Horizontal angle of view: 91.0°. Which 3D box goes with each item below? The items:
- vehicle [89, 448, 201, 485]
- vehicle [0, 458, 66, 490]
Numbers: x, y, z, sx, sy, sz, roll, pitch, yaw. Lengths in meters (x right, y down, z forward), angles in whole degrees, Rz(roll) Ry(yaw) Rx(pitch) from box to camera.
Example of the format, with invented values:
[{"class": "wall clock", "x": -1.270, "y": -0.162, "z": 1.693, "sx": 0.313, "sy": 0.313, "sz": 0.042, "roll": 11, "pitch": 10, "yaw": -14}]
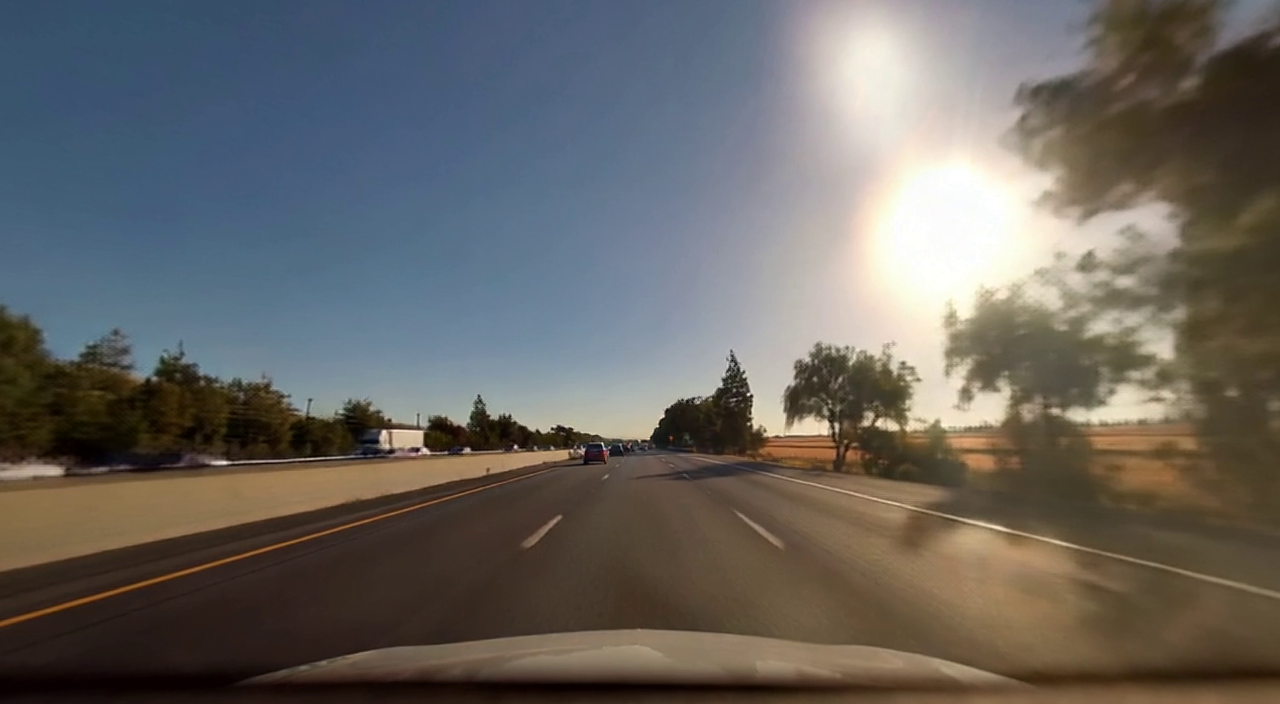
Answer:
[{"class": "vehicle", "x": -24.561, "y": 5.666, "z": 31.503, "sx": 1.918, "sy": 1.688, "sz": 4.470, "roll": 0, "pitch": -9, "yaw": 0}, {"class": "vehicle", "x": -32.489, "y": 6.216, "z": 32.155, "sx": 1.870, "sy": 1.539, "sz": 4.637, "roll": 0, "pitch": -9, "yaw": 1}]
